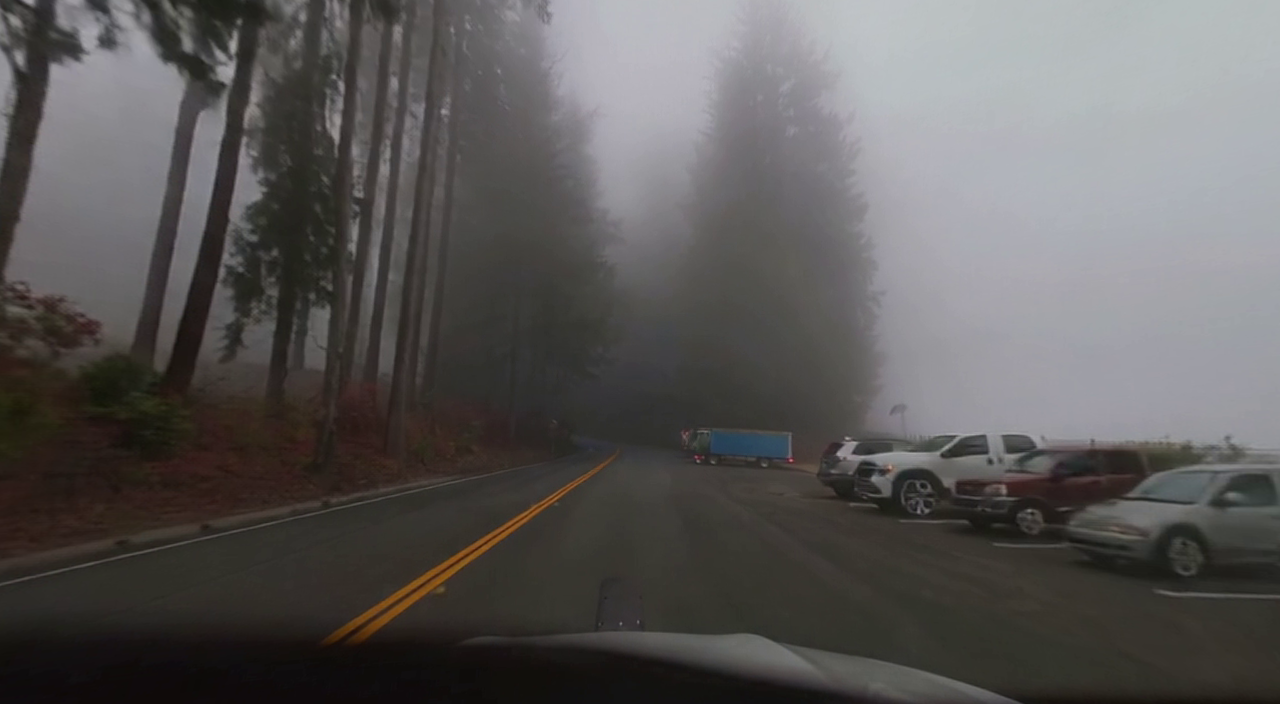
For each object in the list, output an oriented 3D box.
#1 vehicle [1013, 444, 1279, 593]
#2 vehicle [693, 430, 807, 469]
[{"bbox_3d":[6.864,1.764,7.202,3.989,1.412,1.931,0,-8,-2],"label":"vehicle"},{"bbox_3d":[6.006,5.402,35.162,5.797,2.070,2.502,0,-8,-1],"label":"vehicle"}]
